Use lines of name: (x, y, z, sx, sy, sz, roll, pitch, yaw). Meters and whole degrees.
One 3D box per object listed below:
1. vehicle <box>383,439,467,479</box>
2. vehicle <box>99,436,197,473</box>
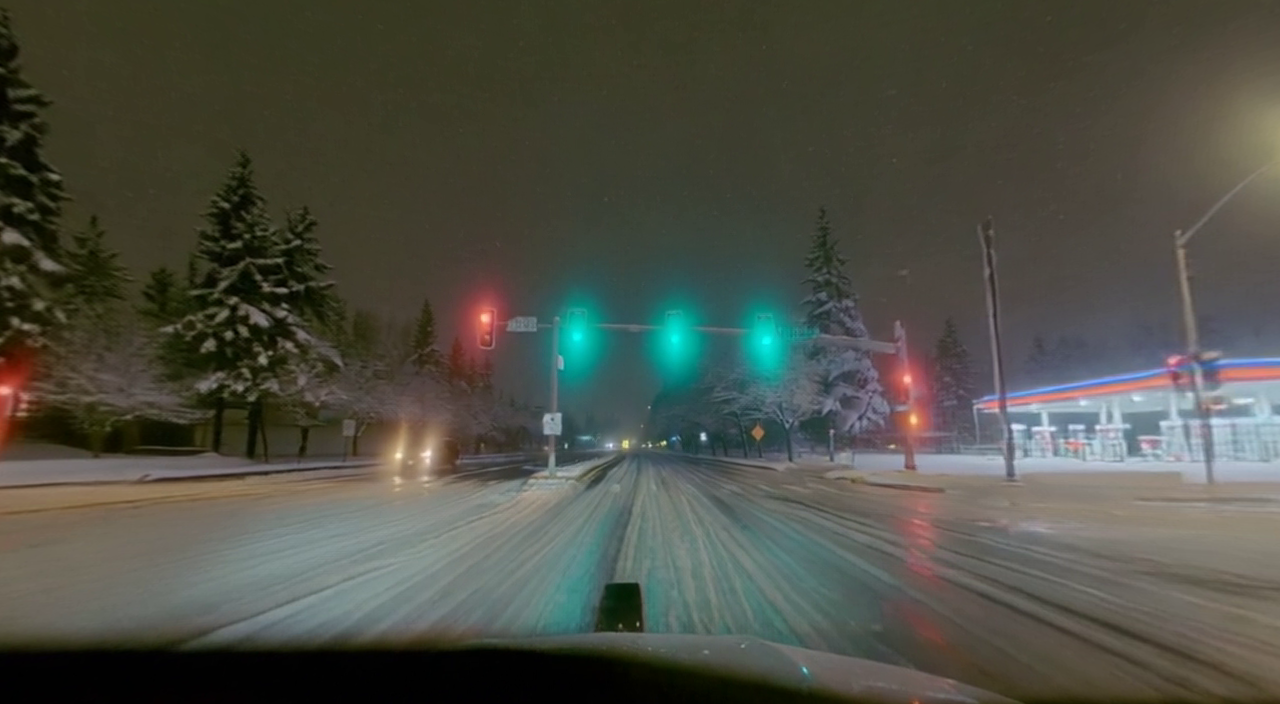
vehicle: (-9.224, 4.613, 27.493, 2.029, 1.452, 4.598, -3, -9, 1)
vehicle: (-37.242, 7.741, 47.892, 5.831, 2.624, 2.189, -1, -8, 8)
